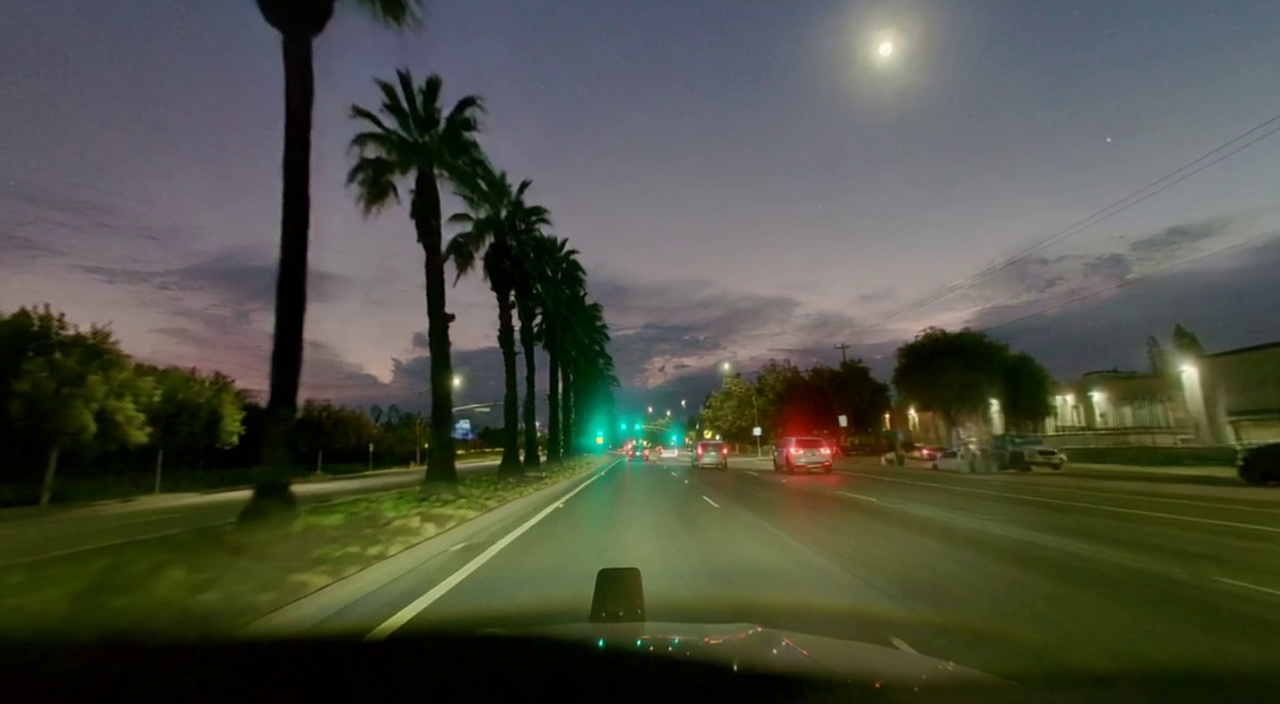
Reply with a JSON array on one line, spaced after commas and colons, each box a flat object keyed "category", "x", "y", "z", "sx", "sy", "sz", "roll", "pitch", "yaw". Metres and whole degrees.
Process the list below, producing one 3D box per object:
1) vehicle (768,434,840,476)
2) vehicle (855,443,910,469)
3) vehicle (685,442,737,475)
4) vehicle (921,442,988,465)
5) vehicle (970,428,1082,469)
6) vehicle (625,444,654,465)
[{"category": "vehicle", "x": 7.008, "y": 4.460, "z": 27.479, "sx": 1.916, "sy": 1.646, "sz": 4.258, "roll": 0, "pitch": -9, "yaw": -1}, {"category": "vehicle", "x": 14.367, "y": 6.161, "z": 37.569, "sx": 1.743, "sy": 1.505, "sz": 3.682, "roll": 0, "pitch": -9, "yaw": -1}, {"category": "vehicle", "x": 3.328, "y": 5.095, "z": 30.494, "sx": 1.875, "sy": 1.452, "sz": 4.453, "roll": 0, "pitch": -9, "yaw": -2}, {"category": "vehicle", "x": 20.867, "y": 6.744, "z": 42.141, "sx": 1.822, "sy": 1.456, "sz": 4.860, "roll": 0, "pitch": -9, "yaw": -2}, {"category": "vehicle", "x": 20.982, "y": 5.304, "z": 34.768, "sx": 2.304, "sy": 2.044, "sz": 5.894, "roll": 0, "pitch": -9, "yaw": -2}, {"category": "vehicle", "x": -0.079, "y": 7.663, "z": 47.251, "sx": 2.031, "sy": 1.444, "sz": 4.361, "roll": 0, "pitch": -9, "yaw": -1}]
